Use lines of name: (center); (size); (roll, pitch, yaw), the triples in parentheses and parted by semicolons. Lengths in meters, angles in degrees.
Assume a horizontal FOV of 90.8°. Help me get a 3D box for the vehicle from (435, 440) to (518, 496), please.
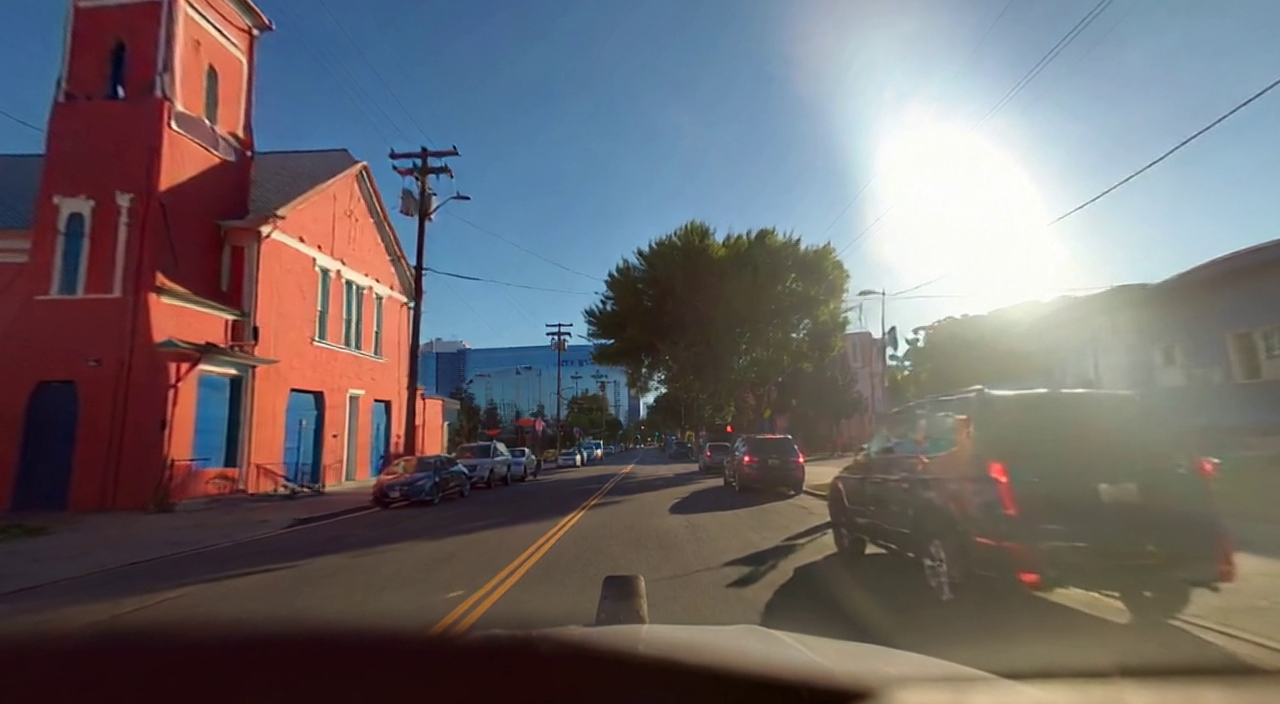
vehicle: (-6.039, 4.305, 23.872); (1.983, 1.809, 4.503); (-2, -9, -1)

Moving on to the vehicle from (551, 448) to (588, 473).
vehicle: (-5.324, 8.269, 48.257); (1.910, 1.488, 3.999); (-5, -7, 5)

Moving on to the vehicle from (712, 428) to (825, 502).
vehicle: (3.467, 3.157, 18.063); (2.182, 1.824, 4.622); (0, -9, -1)

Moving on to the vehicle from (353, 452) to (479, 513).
vehicle: (-6.176, 3.616, 18.075); (1.844, 1.486, 4.474); (0, -9, 2)

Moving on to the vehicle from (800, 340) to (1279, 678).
vehicle: (3.306, 1.281, 6.246); (2.263, 1.996, 4.870); (0, -9, 1)
